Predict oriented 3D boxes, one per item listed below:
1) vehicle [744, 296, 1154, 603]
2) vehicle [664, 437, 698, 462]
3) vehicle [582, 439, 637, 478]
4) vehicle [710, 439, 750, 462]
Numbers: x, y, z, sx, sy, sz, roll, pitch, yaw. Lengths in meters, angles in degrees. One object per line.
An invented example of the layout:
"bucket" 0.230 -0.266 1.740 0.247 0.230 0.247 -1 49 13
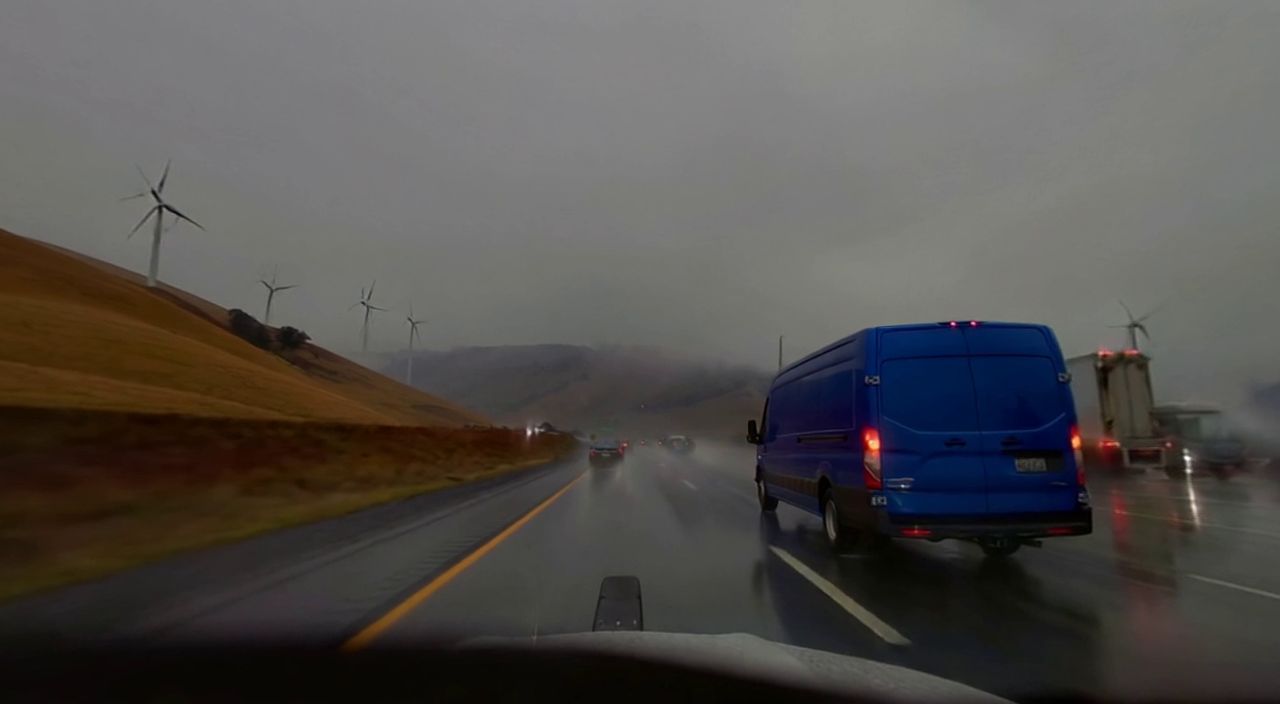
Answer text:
"vehicle" 3.098 1.216 8.340 2.365 2.630 5.754 0 -8 -1
"vehicle" 2.931 7.007 45.623 2.108 1.717 3.996 0 -8 -1
"vehicle" -1.160 4.332 25.925 2.082 1.445 3.826 0 -8 -1
"vehicle" 6.343 6.977 44.962 1.958 1.514 4.930 0 -8 -1
